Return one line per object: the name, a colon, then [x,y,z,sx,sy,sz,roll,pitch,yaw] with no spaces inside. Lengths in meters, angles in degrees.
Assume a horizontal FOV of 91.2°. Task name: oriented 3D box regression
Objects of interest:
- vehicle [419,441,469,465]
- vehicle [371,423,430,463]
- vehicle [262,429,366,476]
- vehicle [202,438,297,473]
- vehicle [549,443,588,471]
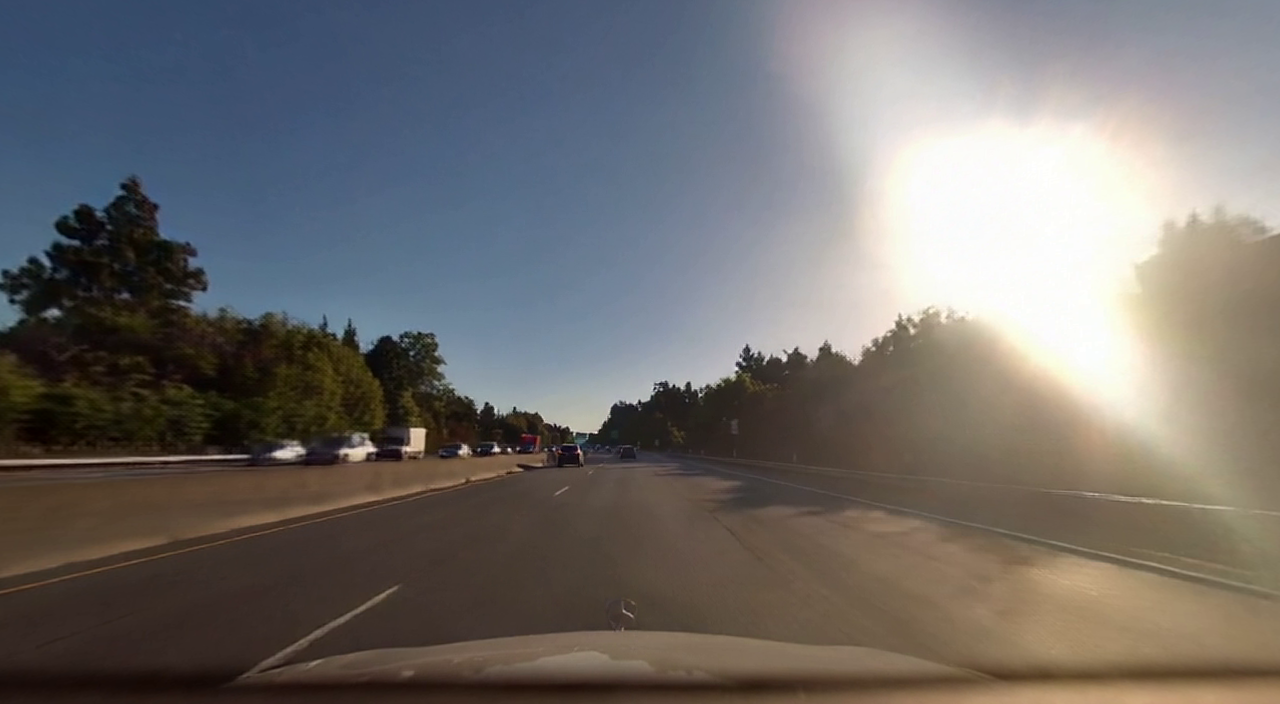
vehicle: [-13.602,7.038,43.774,2.021,1.520,4.580,0,-9,-1]
vehicle: [-18.530,7.132,48.815,2.305,2.886,6.006,0,-9,-1]
vehicle: [-13.252,4.129,25.840,1.956,1.714,4.432,0,-9,-1]
vehicle: [-18.536,4.939,29.988,1.907,1.516,4.127,0,-9,0]
vehicle: [-4.558,6.782,40.594,2.098,1.692,4.038,0,-9,-1]
